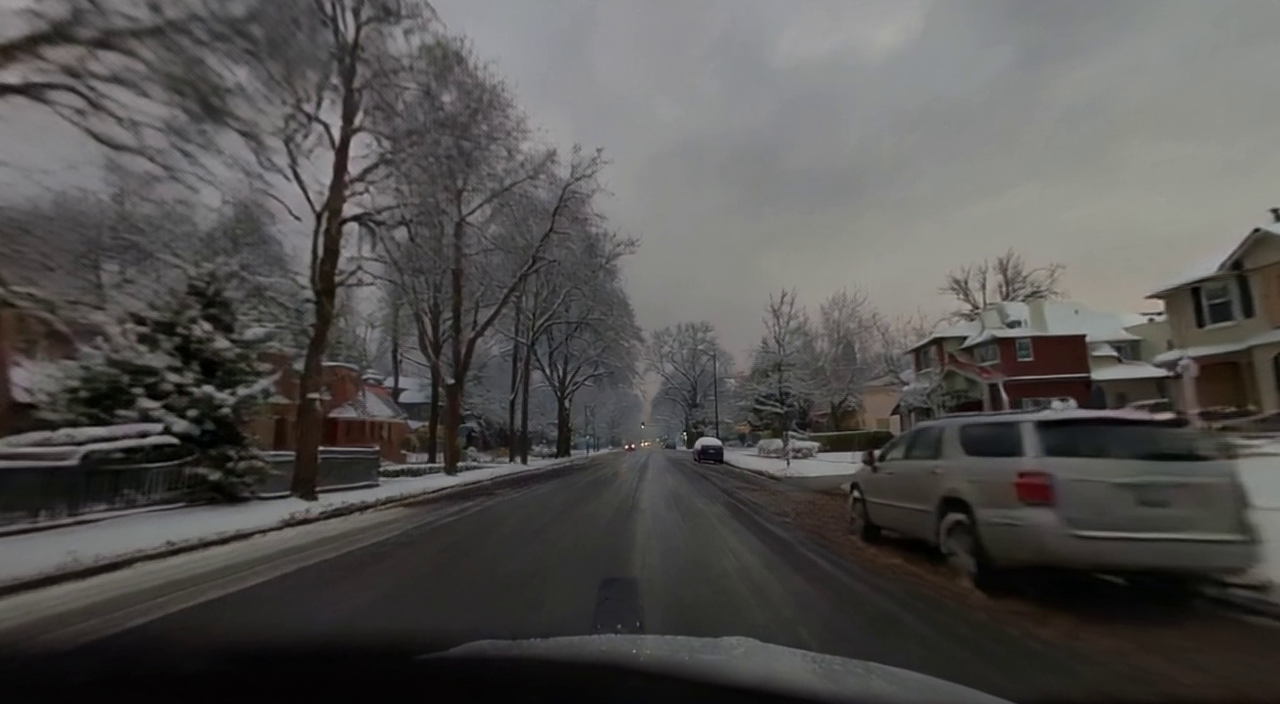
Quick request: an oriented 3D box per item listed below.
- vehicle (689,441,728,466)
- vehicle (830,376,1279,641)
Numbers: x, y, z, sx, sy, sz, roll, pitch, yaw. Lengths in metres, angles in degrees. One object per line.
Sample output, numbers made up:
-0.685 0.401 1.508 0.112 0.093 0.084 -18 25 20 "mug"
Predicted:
4.413 6.577 41.137 2.013 1.473 4.329 0 -8 0 "vehicle"
3.653 1.354 6.445 2.055 1.738 4.448 0 -8 1 "vehicle"
